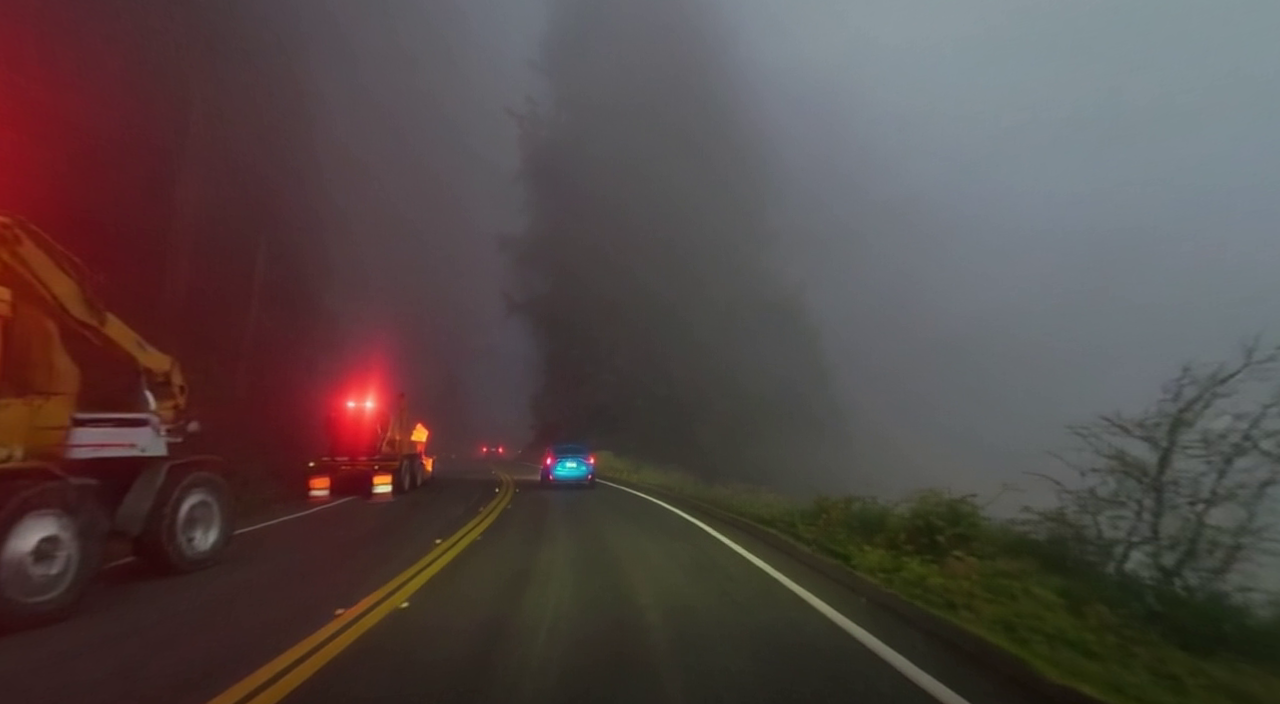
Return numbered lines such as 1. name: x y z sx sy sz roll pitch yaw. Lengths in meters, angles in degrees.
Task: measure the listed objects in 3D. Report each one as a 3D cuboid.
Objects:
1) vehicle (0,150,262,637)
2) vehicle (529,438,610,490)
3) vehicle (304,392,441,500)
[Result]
1. vehicle: -5.417 0.283 4.252 2.364 3.191 4.942 0 -8 3
2. vehicle: -2.425 3.627 20.751 2.259 1.503 4.075 2 -9 -12
3. vehicle: -7.188 2.600 17.525 2.257 2.597 4.069 1 -8 -6
